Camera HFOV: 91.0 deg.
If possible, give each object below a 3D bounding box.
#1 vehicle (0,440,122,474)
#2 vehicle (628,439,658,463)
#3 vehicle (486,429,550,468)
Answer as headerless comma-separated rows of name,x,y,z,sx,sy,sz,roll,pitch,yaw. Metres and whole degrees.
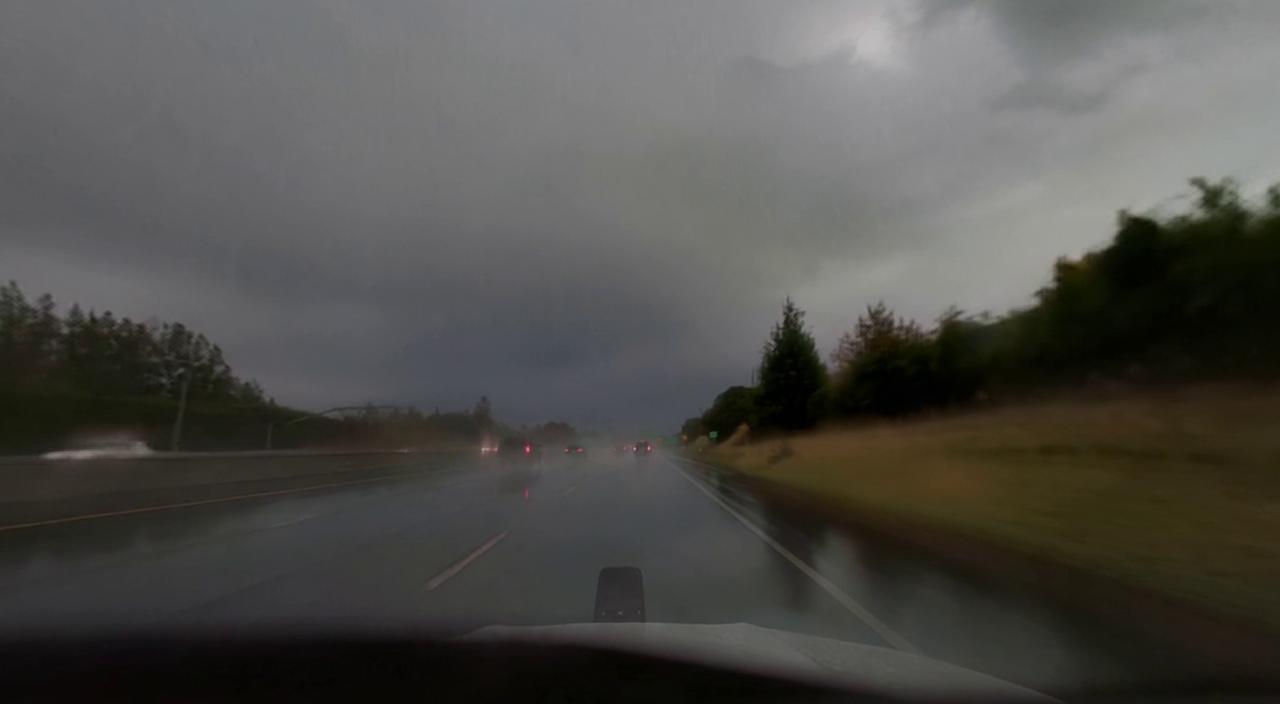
vehicle,-29.224,5.275,31.951,1.951,1.549,4.563,0,-8,1
vehicle,0.217,7.464,47.648,2.141,1.706,4.065,0,-8,-1
vehicle,-6.707,5.391,35.334,2.438,1.967,5.596,0,-8,0
